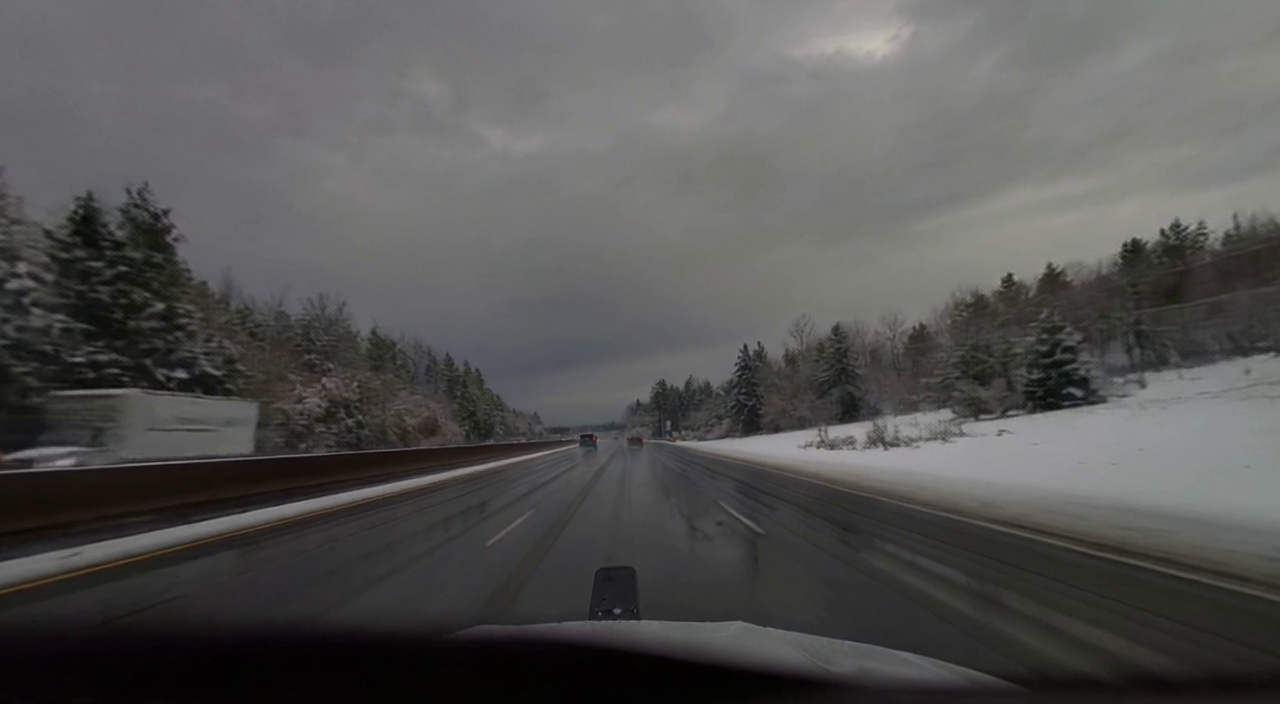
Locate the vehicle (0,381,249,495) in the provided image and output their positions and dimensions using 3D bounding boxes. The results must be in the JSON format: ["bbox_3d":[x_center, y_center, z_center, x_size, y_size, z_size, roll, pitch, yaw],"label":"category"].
[{"bbox_3d":[-16.383,2.786,20.556,2.502,3.011,7.439,0,-8,-1],"label":"vehicle"}]

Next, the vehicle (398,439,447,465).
[{"bbox_3d":[-12.467,5.732,36.318,1.670,1.408,3.525,0,-8,-1],"label":"vehicle"}]
